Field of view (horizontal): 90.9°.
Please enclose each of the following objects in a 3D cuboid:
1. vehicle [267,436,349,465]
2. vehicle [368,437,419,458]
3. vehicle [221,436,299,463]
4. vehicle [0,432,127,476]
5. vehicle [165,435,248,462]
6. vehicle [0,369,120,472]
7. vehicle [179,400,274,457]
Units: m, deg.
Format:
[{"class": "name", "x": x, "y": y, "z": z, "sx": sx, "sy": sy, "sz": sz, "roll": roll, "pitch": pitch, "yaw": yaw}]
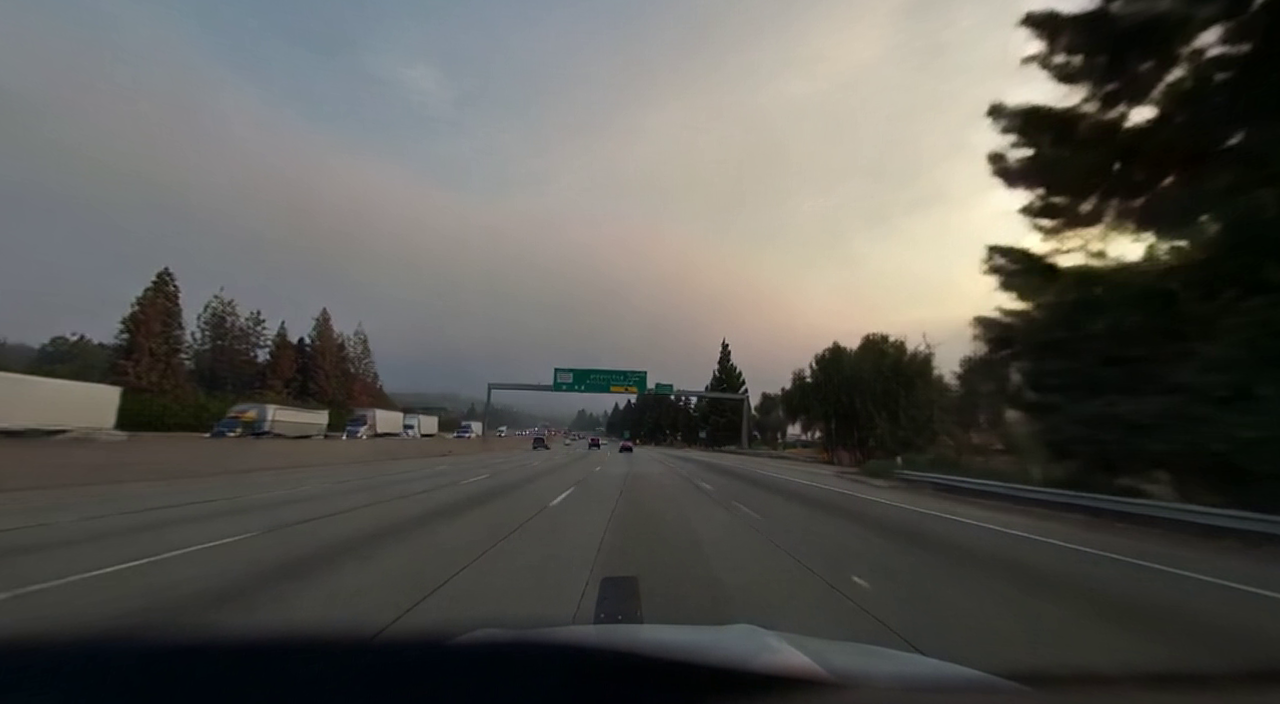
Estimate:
[{"class": "vehicle", "x": -17.895, "y": 5.320, "z": 34.275, "sx": 2.083, "sy": 1.461, "sz": 4.419, "roll": 0, "pitch": -8, "yaw": -1}, {"class": "vehicle", "x": -18.534, "y": 7.171, "z": 47.604, "sx": 2.088, "sy": 1.442, "sz": 4.286, "roll": 0, "pitch": -8, "yaw": -1}, {"class": "vehicle", "x": -21.913, "y": 5.624, "z": 36.615, "sx": 1.911, "sy": 1.446, "sz": 4.389, "roll": 0, "pitch": -8, "yaw": -2}, {"class": "vehicle", "x": -21.449, "y": 3.664, "z": 23.021, "sx": 1.841, "sy": 1.459, "sz": 4.372, "roll": 0, "pitch": -8, "yaw": -2}, {"class": "vehicle", "x": -25.433, "y": 5.665, "z": 37.190, "sx": 1.816, "sy": 1.460, "sz": 4.384, "roll": 0, "pitch": -8, "yaw": -1}, {"class": "vehicle", "x": -25.348, "y": 2.485, "z": 22.962, "sx": 2.922, "sy": 3.800, "sz": 11.932, "roll": 0, "pitch": -8, "yaw": -2}, {"class": "vehicle", "x": -30.224, "y": 5.659, "z": 46.405, "sx": 2.983, "sy": 3.944, "sz": 5.866, "roll": 0, "pitch": -8, "yaw": -2}]
